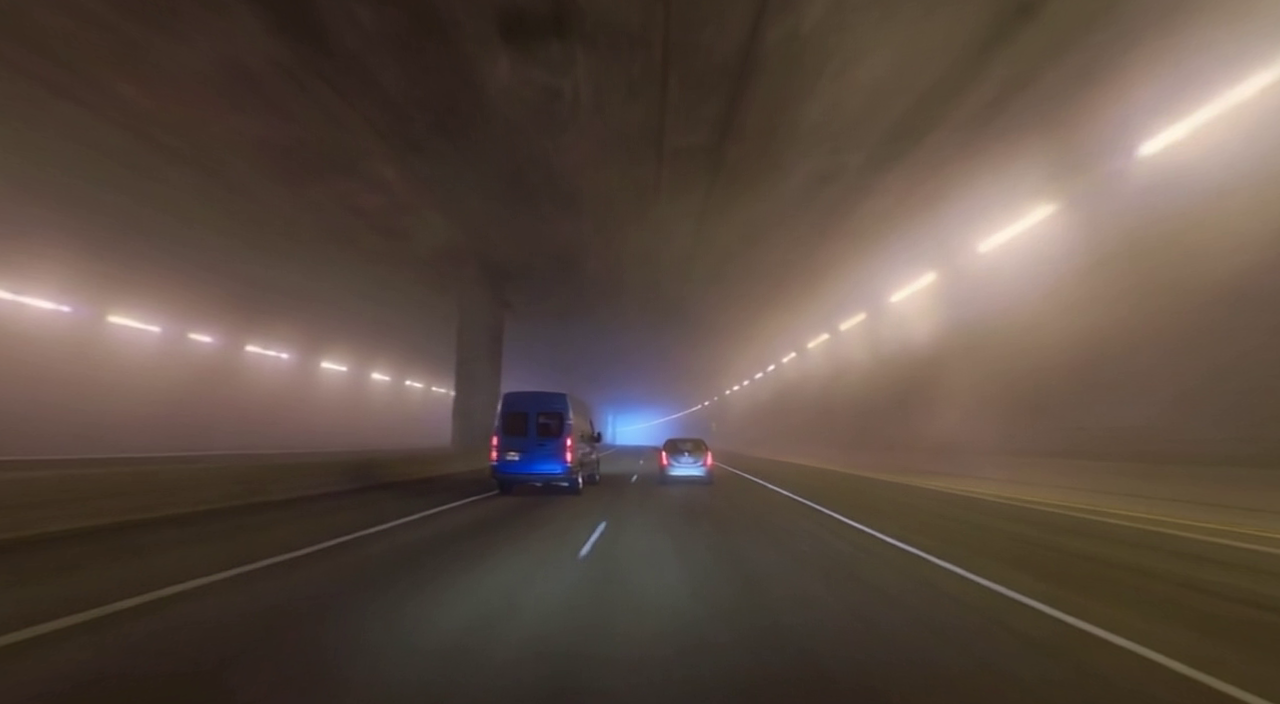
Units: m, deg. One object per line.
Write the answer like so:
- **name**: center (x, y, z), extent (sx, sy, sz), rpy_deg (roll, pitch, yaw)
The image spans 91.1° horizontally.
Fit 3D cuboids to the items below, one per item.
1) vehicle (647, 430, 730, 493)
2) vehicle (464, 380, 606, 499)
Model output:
- **vehicle**: center (1.289, 3.056, 17.975), extent (2.095, 1.553, 4.069), rpy_deg (-1, -8, 2)
- **vehicle**: center (-2.324, 2.177, 15.751), extent (2.404, 2.459, 5.229), rpy_deg (-1, -8, 3)
